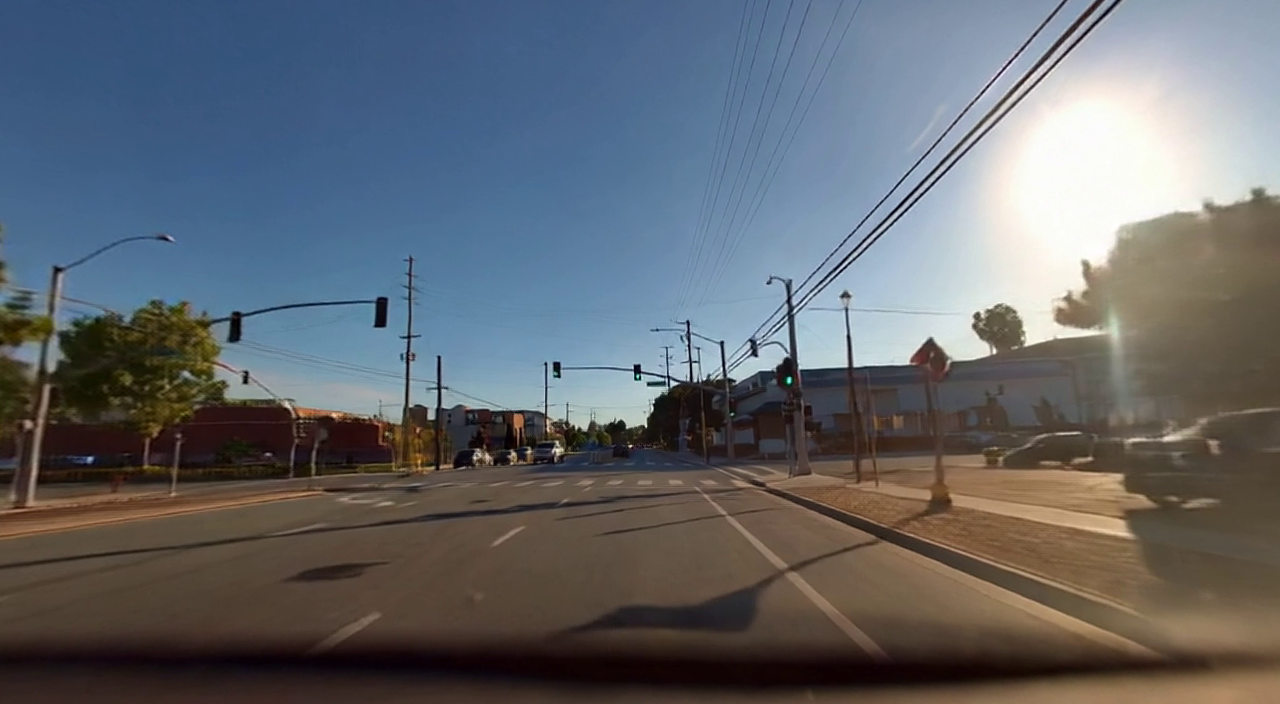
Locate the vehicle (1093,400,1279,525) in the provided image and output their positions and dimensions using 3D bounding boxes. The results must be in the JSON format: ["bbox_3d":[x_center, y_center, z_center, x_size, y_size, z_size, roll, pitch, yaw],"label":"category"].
[{"bbox_3d":[10.410,1.713,10.040,4.765,1.738,2.101,0,-8,-2],"label":"vehicle"}]

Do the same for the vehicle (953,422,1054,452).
[{"bbox_3d":[26.739,6.338,46.712,2.370,2.038,6.186,3,-9,-22],"label":"vehicle"}]
